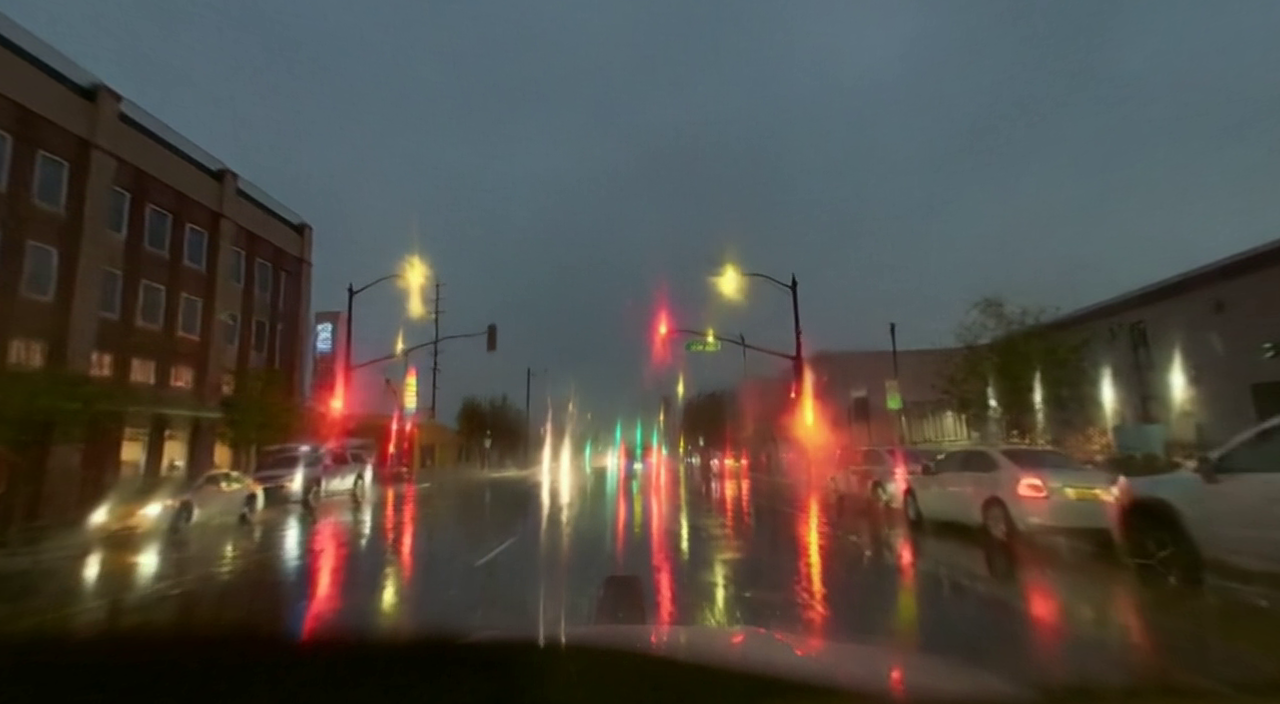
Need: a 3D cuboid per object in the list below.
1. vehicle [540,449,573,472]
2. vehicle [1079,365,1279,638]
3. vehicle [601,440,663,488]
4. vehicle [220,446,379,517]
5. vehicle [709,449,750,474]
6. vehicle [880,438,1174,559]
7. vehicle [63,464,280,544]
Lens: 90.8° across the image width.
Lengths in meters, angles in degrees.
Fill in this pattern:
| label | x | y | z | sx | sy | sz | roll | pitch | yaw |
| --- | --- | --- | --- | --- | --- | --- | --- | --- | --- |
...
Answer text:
| label | x | y | z | sx | sy | sz | roll | pitch | yaw |
| --- | --- | --- | --- | --- | --- | --- | --- | --- | --- |
| vehicle | -6.437 | 8.356 | 48.877 | 1.918 | 1.679 | 4.209 | 0 | -9 | 1 |
| vehicle | 5.778 | 1.021 | 4.156 | 2.201 | 1.972 | 4.845 | 0 | -9 | -1 |
| vehicle | -0.275 | 4.098 | 23.416 | 2.086 | 1.575 | 4.205 | 0 | -8 | 0 |
| vehicle | -11.327 | 4.295 | 21.735 | 2.240 | 2.052 | 5.872 | 0 | -8 | 0 |
| vehicle | 5.713 | 7.023 | 40.886 | 1.859 | 1.470 | 4.476 | 0 | -8 | -1 |
| vehicle | 5.714 | 2.173 | 10.173 | 1.891 | 1.489 | 4.344 | 0 | -9 | -2 |
| vehicle | -11.075 | 3.566 | 15.484 | 1.868 | 1.502 | 4.626 | 0 | -8 | -2 |
